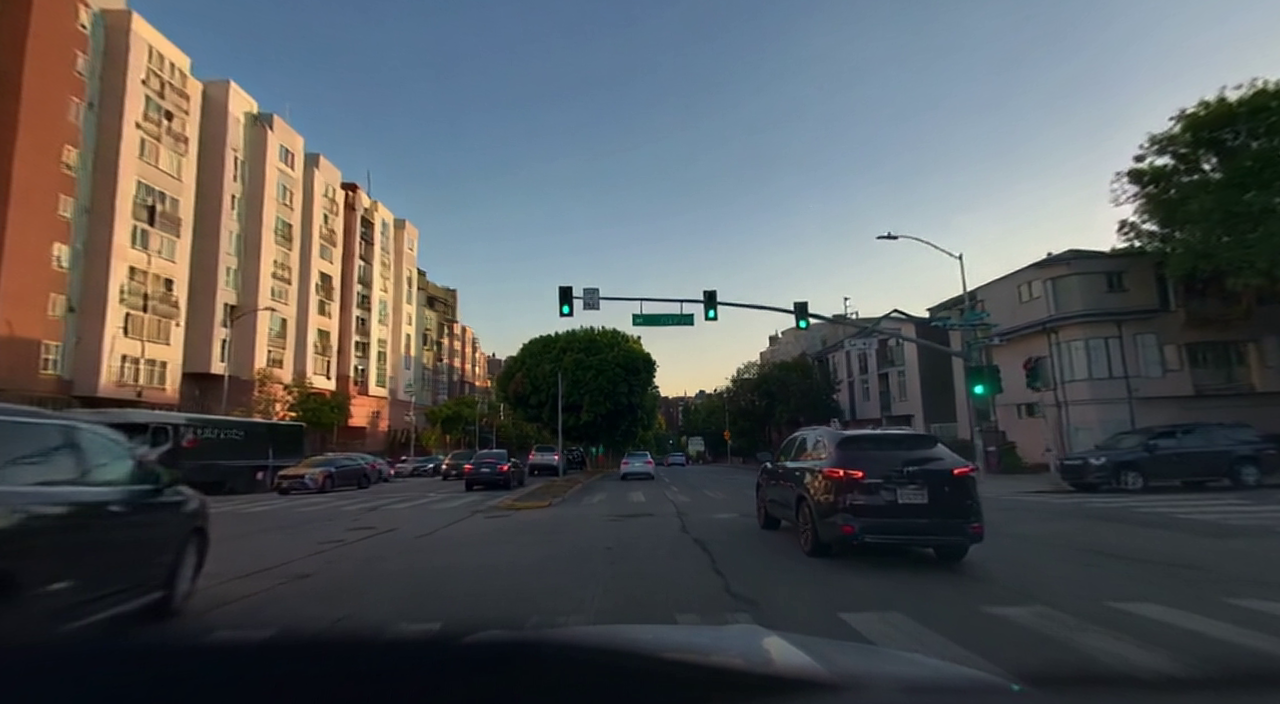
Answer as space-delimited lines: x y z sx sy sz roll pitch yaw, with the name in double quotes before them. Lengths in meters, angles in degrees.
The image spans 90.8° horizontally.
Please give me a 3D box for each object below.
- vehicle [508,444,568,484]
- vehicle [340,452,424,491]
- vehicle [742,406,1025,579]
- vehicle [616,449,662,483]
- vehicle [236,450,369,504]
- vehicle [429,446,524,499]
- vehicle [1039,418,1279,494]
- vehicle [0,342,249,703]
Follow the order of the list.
"vehicle" -5.030 5.593 31.904 2.275 1.816 4.923 0 -9 -1
"vehicle" -11.944 5.513 29.610 2.183 1.630 4.221 0 -9 -1
"vehicle" 3.054 1.888 9.334 2.129 1.844 4.767 0 -9 -2
"vehicle" -0.062 5.495 30.660 2.059 1.492 4.033 0 -9 -1
"vehicle" -11.796 4.357 22.586 2.001 1.638 4.980 -1 -9 0
"vehicle" -5.582 4.171 22.196 2.062 1.532 4.830 -3 -9 0
"vehicle" 15.244 2.975 18.283 5.888 1.985 2.357 0 -9 -6
"vehicle" -4.111 1.044 3.559 2.031 1.873 4.581 2 -9 -17
